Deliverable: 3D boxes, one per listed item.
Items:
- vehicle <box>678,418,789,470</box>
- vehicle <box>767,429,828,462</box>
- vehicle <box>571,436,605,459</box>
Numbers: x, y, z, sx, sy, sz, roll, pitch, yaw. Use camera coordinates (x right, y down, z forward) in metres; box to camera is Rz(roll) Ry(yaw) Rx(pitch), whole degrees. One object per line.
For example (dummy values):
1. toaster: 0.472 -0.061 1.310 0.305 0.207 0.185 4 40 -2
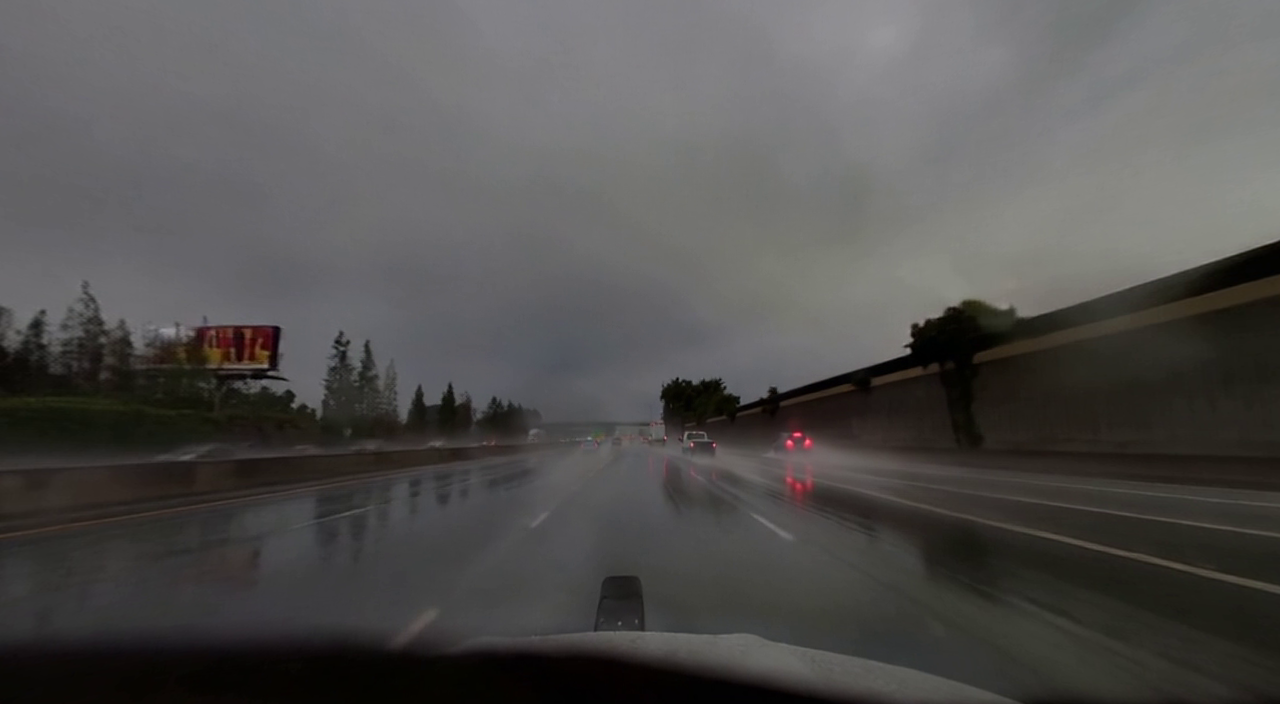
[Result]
1. vehicle: 4.042 4.589 31.365 3.042 2.004 14.051 0 -8 -2
2. vehicle: 9.797 5.897 39.653 2.184 1.873 5.466 0 -8 -3
3. vehicle: -3.611 6.718 44.347 2.066 1.500 4.415 0 -8 0
